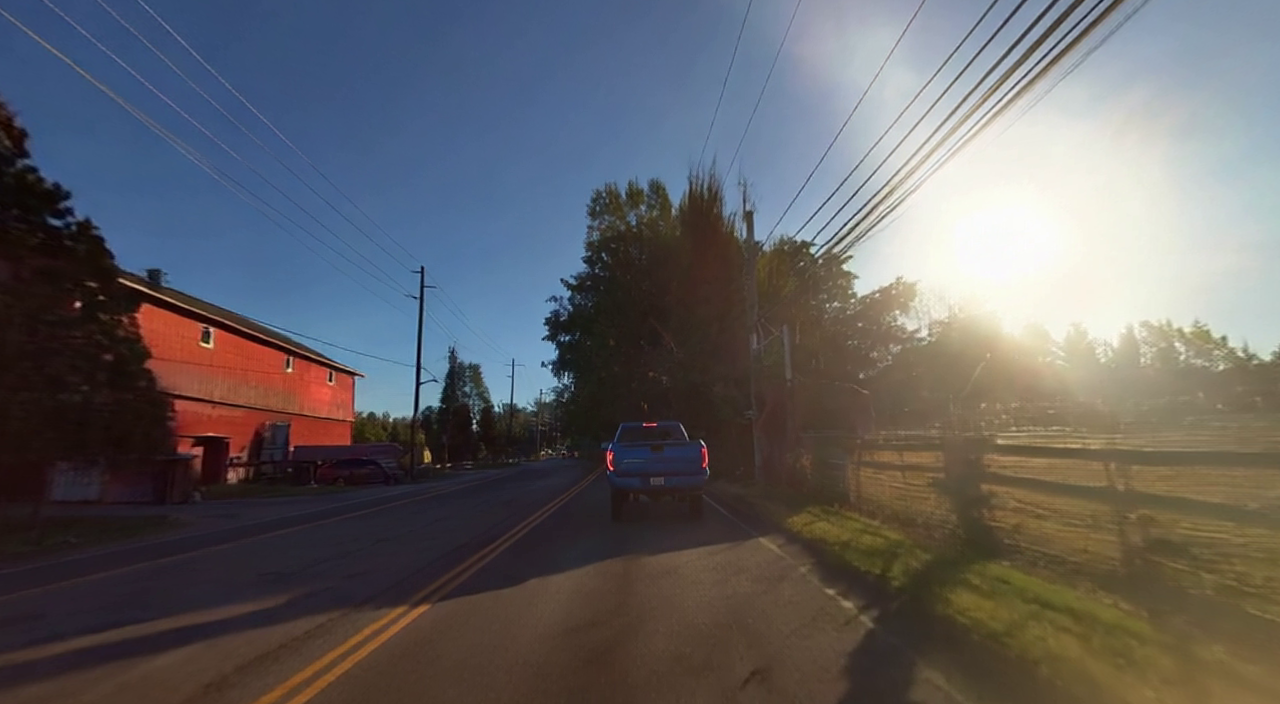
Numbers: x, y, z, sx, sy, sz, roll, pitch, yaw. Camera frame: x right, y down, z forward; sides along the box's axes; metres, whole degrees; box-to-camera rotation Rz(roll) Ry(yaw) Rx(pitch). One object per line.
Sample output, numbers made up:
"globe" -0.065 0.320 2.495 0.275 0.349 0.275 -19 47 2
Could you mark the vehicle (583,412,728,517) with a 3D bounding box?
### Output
"vehicle" 0.242 2.563 14.972 2.693 1.941 6.356 0 -9 -1
